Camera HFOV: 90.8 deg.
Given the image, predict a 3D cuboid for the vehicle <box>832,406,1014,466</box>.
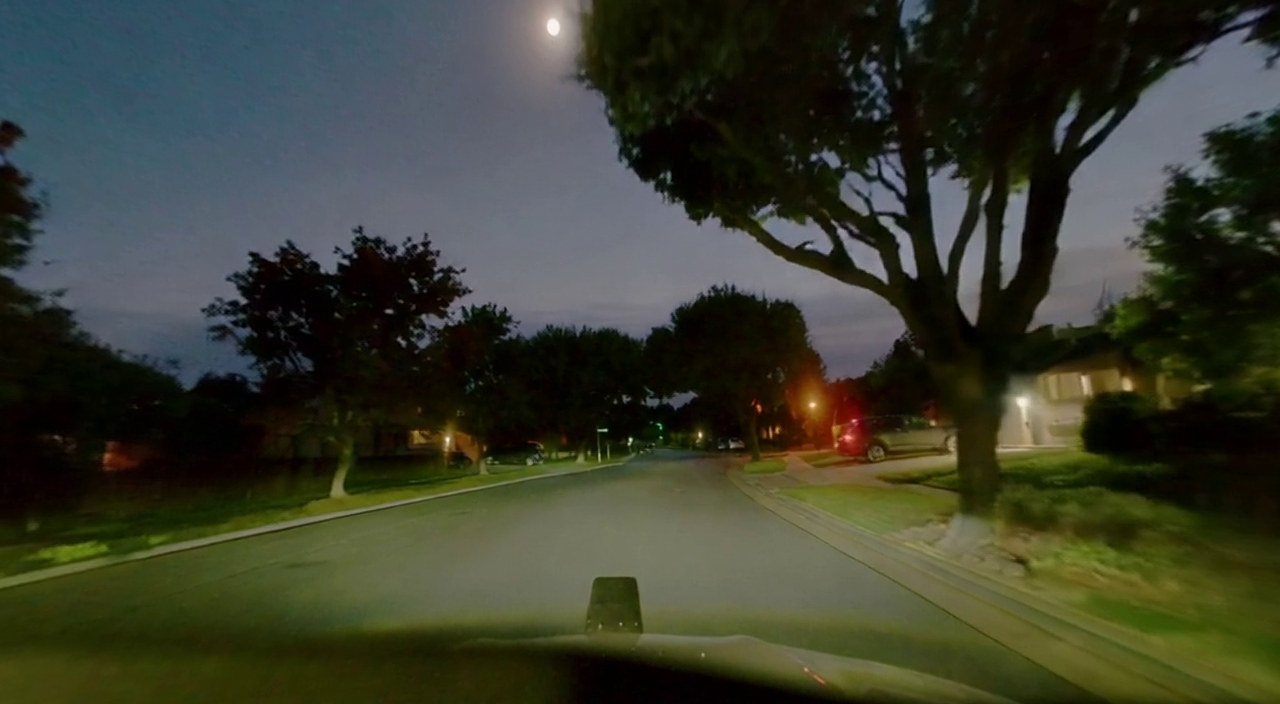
[{"bbox_3d":[11.098,3.383,25.331,6.053,2.240,2.582,-1,-9,6],"label":"vehicle"}]
